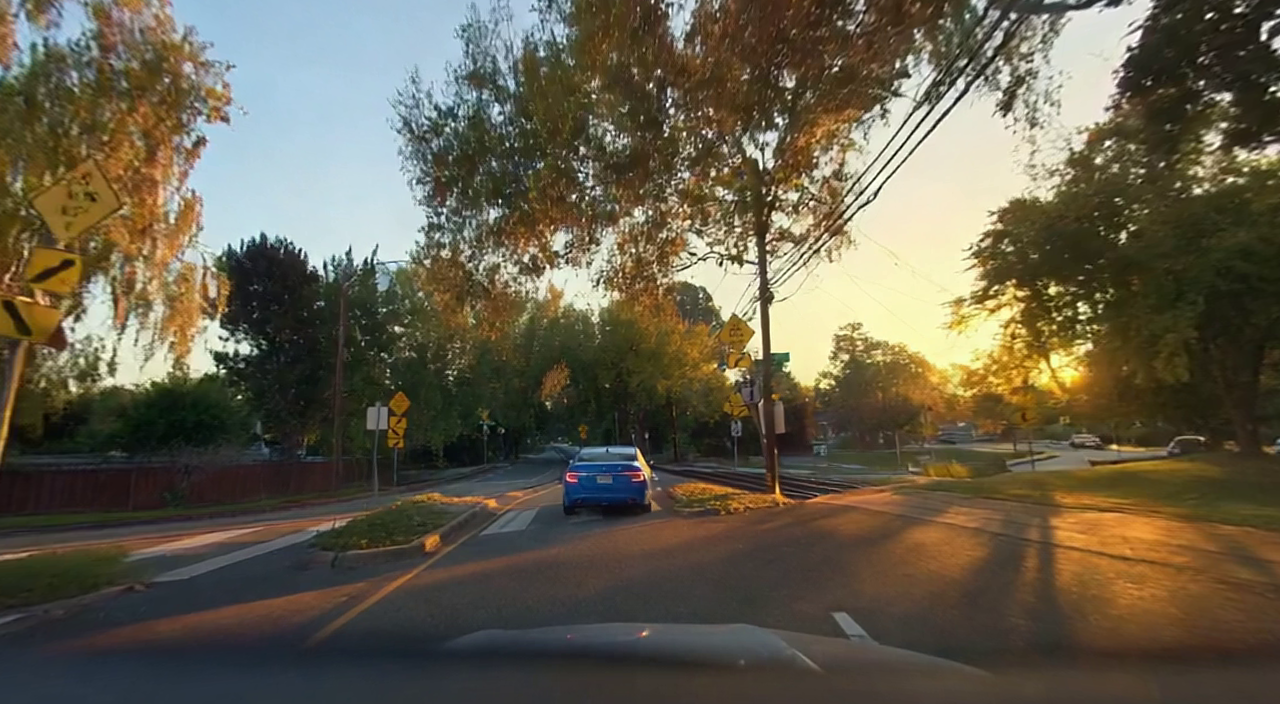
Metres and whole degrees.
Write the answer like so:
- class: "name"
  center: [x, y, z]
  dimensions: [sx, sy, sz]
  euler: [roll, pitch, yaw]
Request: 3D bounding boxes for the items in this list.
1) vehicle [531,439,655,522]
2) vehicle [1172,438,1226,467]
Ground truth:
- class: "vehicle"
  center: [-0.855, 2.707, 13.919]
  dimensions: [2.295, 1.510, 4.364]
  euler: [0, -8, 0]
- class: "vehicle"
  center: [31.928, 5.709, 36.039]
  dimensions: [1.959, 1.493, 5.020]
  euler: [-8, -12, 43]
